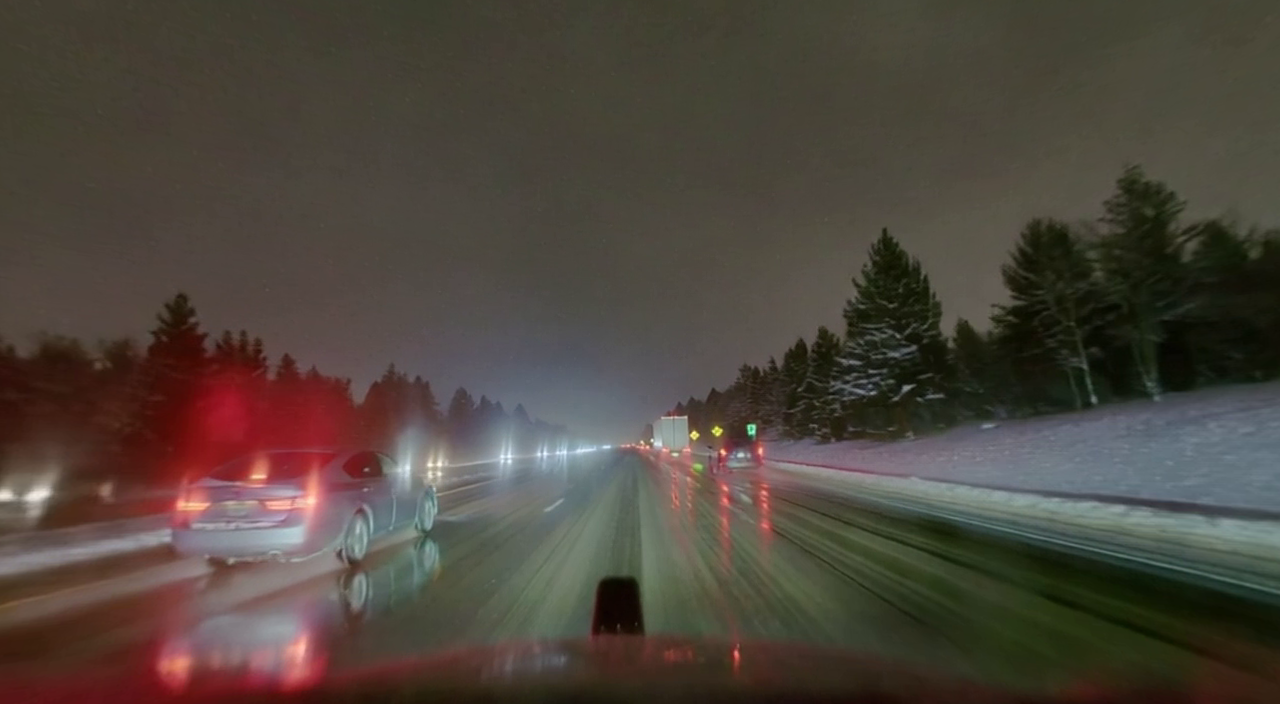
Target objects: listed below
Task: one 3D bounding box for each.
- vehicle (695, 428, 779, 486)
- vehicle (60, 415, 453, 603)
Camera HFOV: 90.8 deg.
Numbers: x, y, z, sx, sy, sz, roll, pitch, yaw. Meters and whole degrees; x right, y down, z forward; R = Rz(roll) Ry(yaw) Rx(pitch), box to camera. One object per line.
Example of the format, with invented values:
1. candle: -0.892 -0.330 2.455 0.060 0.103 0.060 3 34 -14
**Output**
1. vehicle: 3.193 3.559 21.753 2.065 1.760 4.488 0 -8 -1
2. vehicle: -4.014 1.701 7.883 1.903 1.607 4.770 0 -8 0
